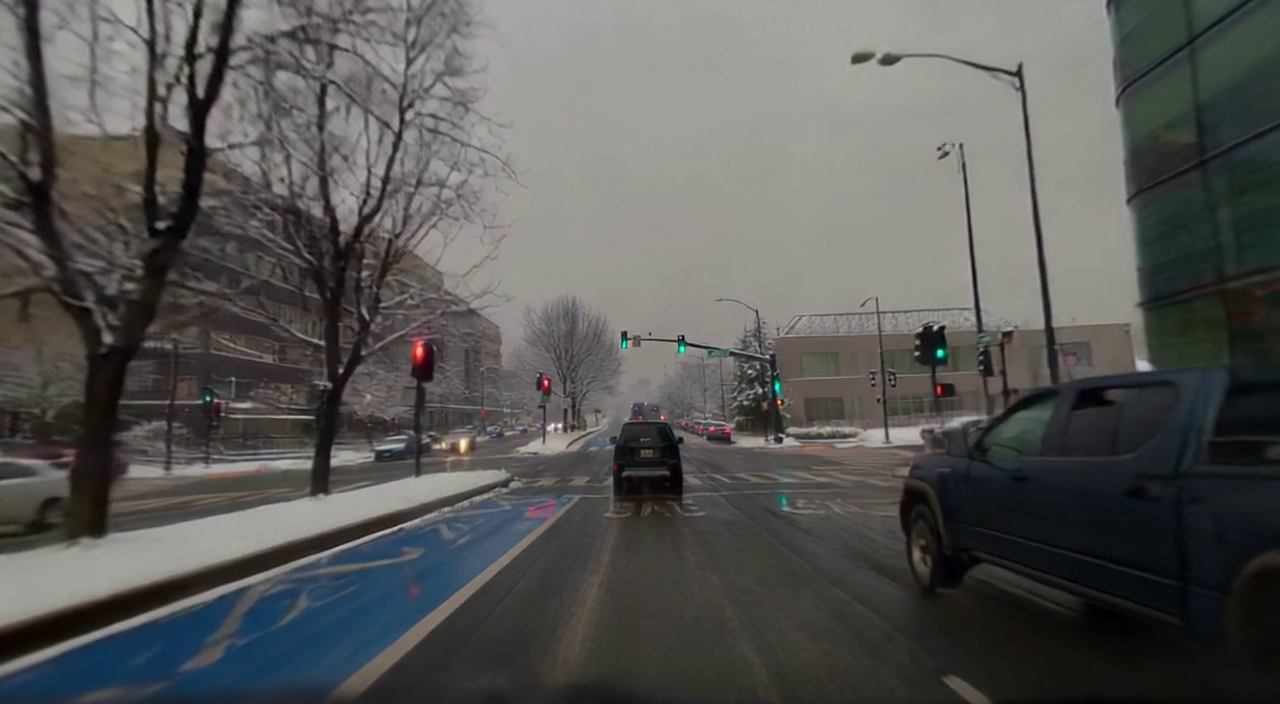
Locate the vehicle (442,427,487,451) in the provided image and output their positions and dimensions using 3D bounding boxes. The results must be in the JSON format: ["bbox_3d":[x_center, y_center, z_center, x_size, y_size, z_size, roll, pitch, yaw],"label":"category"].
[{"bbox_3d":[-13.324,6.685,48.155,2.062,1.697,4.321,0,-8,2],"label":"vehicle"}]

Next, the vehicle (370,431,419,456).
[{"bbox_3d":[-19.221,7.193,49.553,2.060,1.867,4.626,0,-9,-2],"label":"vehicle"}]

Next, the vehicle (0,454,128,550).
[{"bbox_3d":[-13.380,2.999,12.719,2.025,1.785,4.845,0,-9,0],"label":"vehicle"}]

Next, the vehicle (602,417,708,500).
[{"bbox_3d":[0.337,2.638,15.868,2.283,1.773,4.255,0,-9,0],"label":"vehicle"}]

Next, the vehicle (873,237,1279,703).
[{"bbox_3d":[3.374,0.703,2.450,2.487,2.048,6.443,0,-9,0],"label":"vehicle"}]
